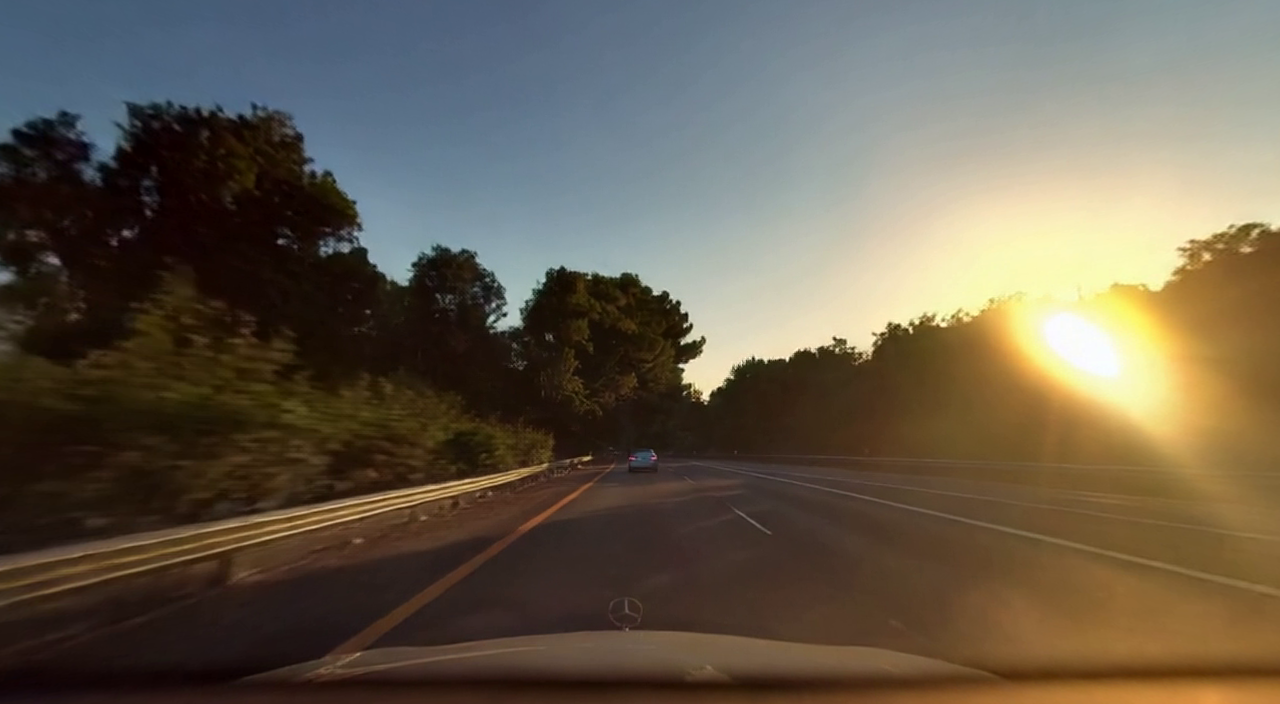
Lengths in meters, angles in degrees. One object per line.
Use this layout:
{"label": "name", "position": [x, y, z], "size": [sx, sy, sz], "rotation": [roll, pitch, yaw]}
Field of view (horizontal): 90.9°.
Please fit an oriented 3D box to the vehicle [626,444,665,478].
{"label": "vehicle", "position": [0.256, 5.802, 33.753], "size": [1.987, 1.658, 3.620], "rotation": [0, -9, -1]}
